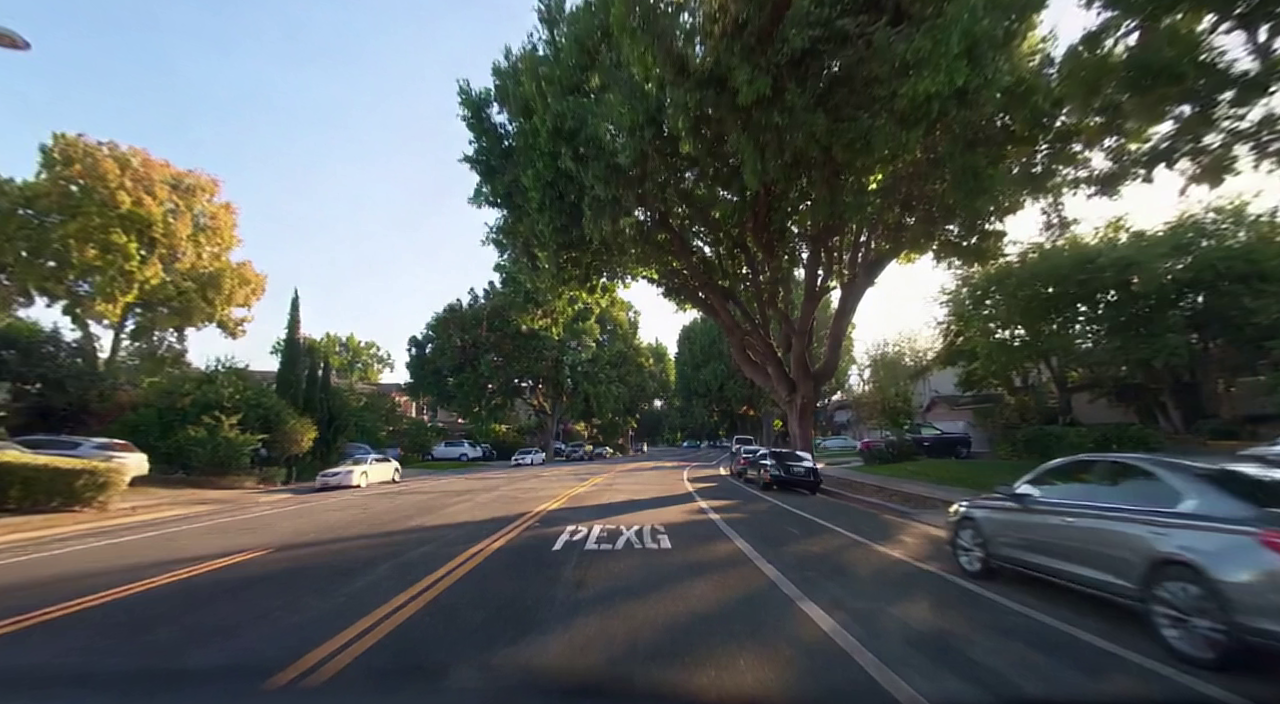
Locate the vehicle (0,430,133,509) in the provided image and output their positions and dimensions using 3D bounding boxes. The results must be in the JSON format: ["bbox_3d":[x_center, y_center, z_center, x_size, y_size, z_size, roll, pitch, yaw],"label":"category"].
[{"bbox_3d":[-18.357,3.201,17.602,6.258,2.005,2.256,1,-7,-2],"label":"vehicle"}]

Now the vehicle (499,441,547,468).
[{"bbox_3d":[-8.579,7.538,46.423,2.105,1.776,4.657,-4,-9,8],"label":"vehicle"}]

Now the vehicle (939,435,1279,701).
[{"bbox_3d":[4.489,1.486,5.097,2.006,1.440,4.248,5,-8,-1],"label":"vehicle"}]

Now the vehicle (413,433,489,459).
[{"bbox_3d":[-14.725,7.337,49.131,5.192,1.915,2.200,-1,-8,10],"label":"vehicle"}]

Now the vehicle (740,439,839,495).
[{"bbox_3d":[4.478,3.487,19.606,1.996,1.466,4.458,2,-8,0],"label":"vehicle"}]

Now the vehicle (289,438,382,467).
[{"bbox_3d":[-18.546,6.107,38.435,4.610,1.714,2.160,-1,-9,10],"label":"vehicle"}]

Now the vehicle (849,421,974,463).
[{"bbox_3d":[13.358,4.452,31.286,5.216,1.972,2.122,-1,-7,4],"label":"vehicle"}]

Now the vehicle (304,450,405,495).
[{"bbox_3d":[-11.369,4.800,25.365,2.091,1.461,4.058,-5,-9,2],"label":"vehicle"}]
